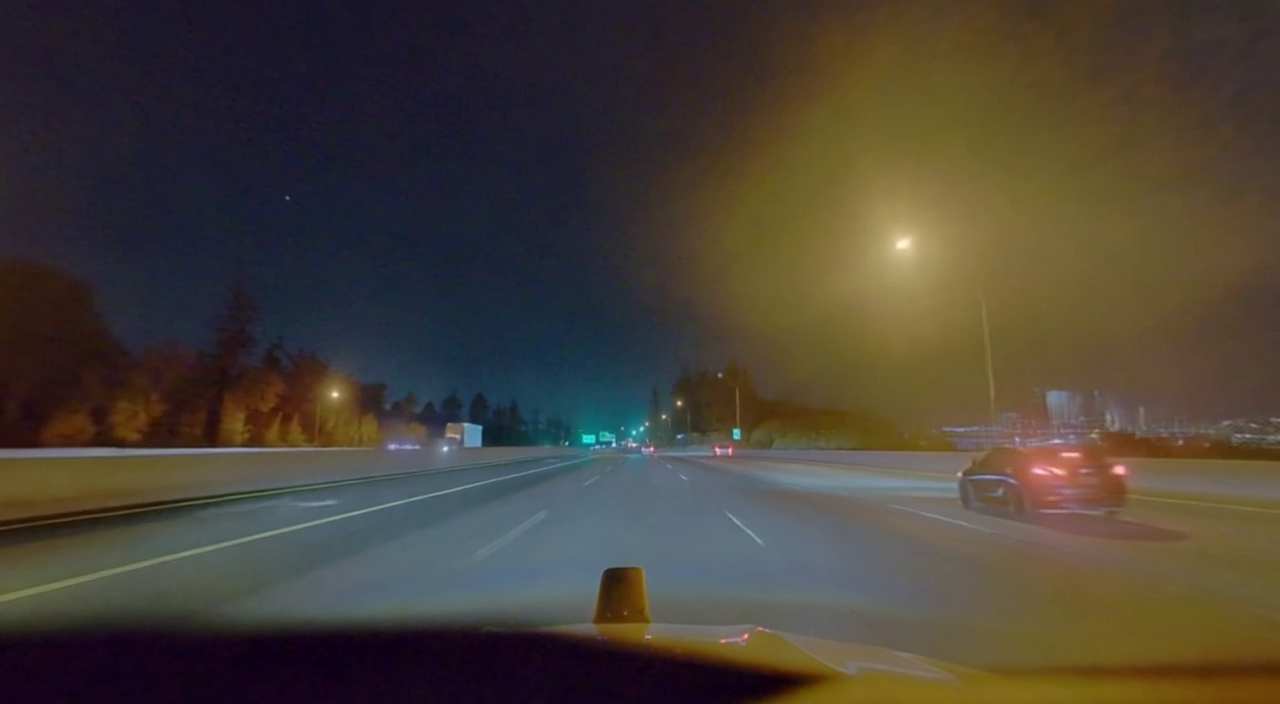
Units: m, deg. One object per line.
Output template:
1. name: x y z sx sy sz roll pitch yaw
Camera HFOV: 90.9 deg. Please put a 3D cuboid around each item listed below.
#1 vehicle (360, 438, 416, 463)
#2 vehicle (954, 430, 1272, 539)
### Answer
1. vehicle: -17.929 7.037 45.143 1.927 1.619 4.965 0 -8 0
2. vehicle: 7.832 2.211 11.247 2.031 1.524 4.657 0 -8 0
